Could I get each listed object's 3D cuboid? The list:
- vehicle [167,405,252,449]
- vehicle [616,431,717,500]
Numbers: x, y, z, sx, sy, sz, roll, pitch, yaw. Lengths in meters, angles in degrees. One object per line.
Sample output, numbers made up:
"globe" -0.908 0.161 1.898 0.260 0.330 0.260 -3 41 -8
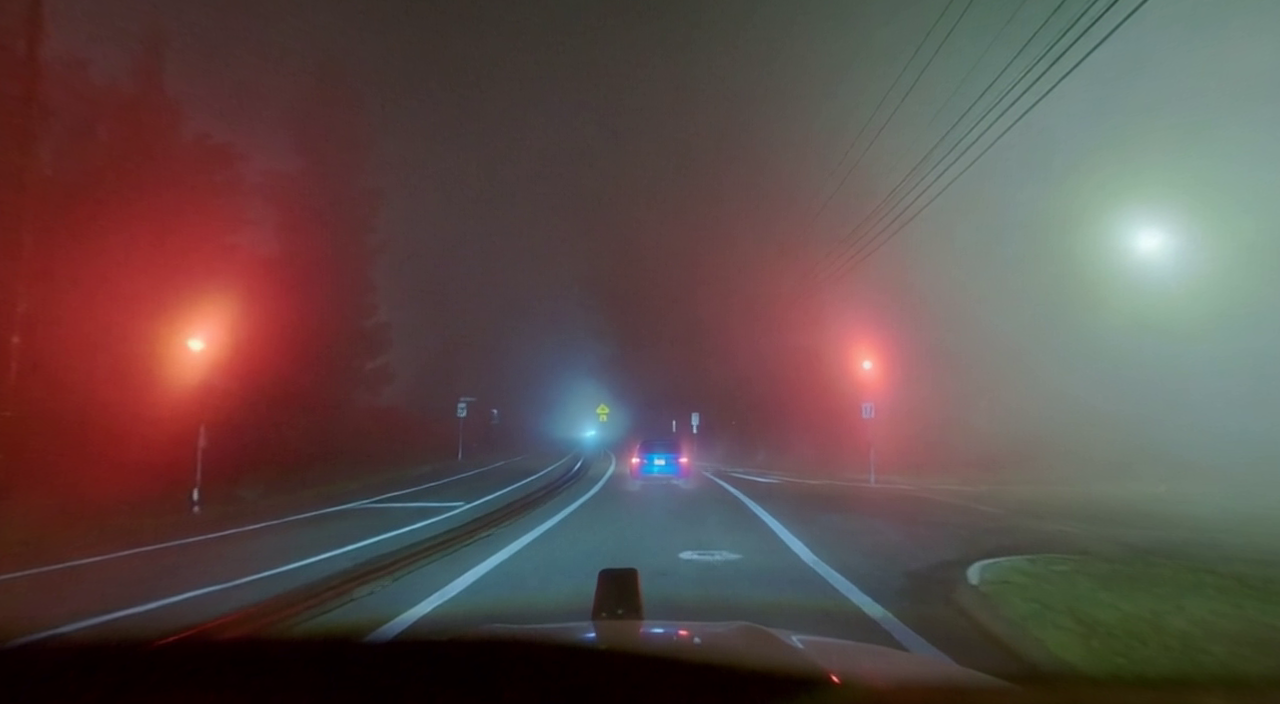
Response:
"vehicle" -30.421 5.389 44.975 2.983 2.816 7.042 3 -8 -18
"vehicle" 0.575 2.885 16.582 2.295 1.510 4.364 1 -8 -1
